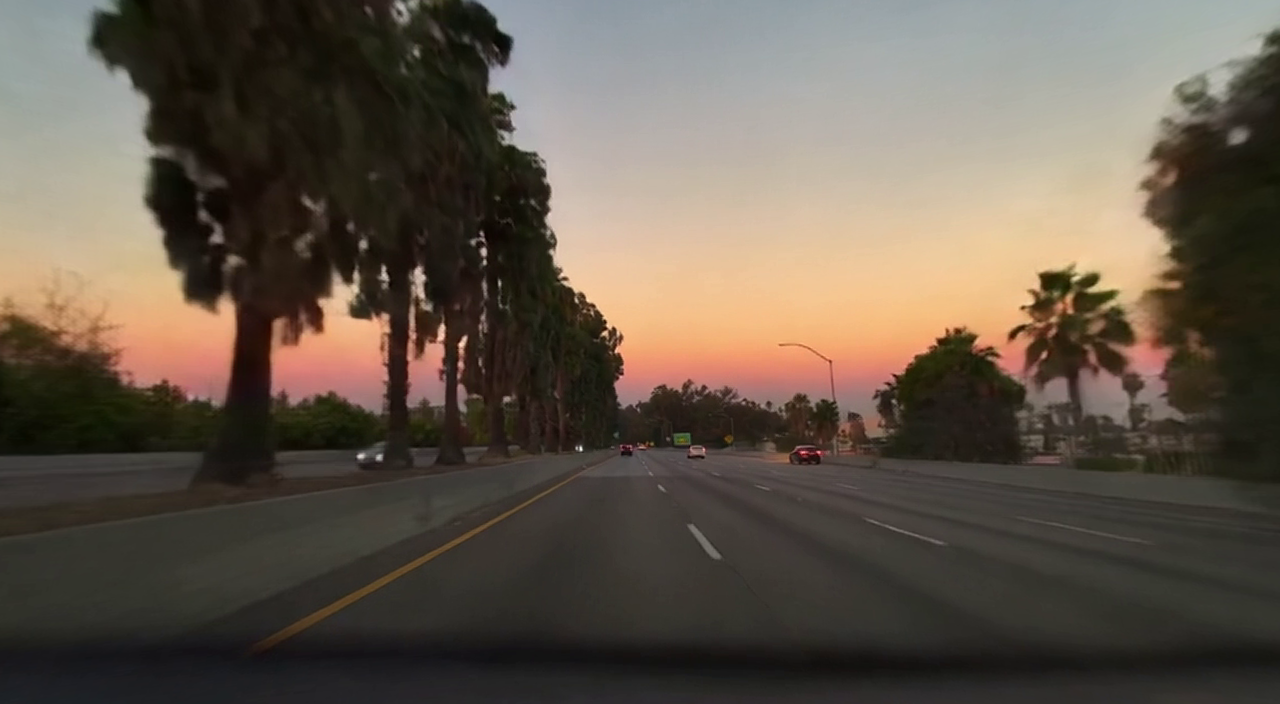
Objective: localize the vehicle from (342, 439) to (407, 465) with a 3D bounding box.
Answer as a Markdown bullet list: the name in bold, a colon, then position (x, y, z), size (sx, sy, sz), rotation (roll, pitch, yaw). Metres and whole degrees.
- **vehicle**: position (-16.514, 6.267, 39.593), size (1.950, 1.477, 4.792), rotation (0, -9, 0)
